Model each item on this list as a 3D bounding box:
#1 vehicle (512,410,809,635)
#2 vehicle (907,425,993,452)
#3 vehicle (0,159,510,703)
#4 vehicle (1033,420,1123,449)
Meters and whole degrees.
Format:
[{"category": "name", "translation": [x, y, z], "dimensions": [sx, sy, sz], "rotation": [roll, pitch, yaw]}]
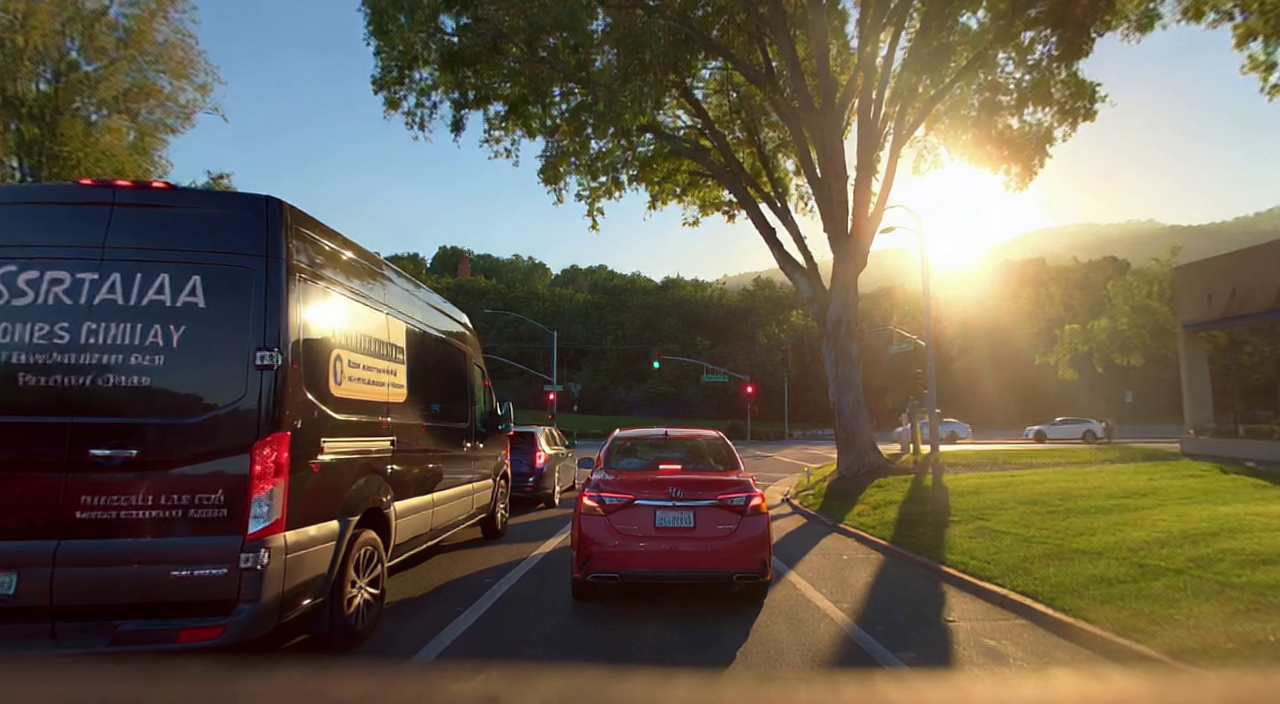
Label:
[{"category": "vehicle", "translation": [0.305, 1.686, 7.306], "dimensions": [2.398, 1.773, 4.254], "rotation": [-1, -8, 4]}, {"category": "vehicle", "translation": [21.929, 6.127, 44.592], "dimensions": [5.021, 1.848, 2.210], "rotation": [1, -9, -9]}, {"category": "vehicle", "translation": [-3.143, 0.926, 5.851], "dimensions": [2.555, 3.035, 5.702], "rotation": [0, -8, 1]}, {"category": "vehicle", "translation": [32.077, 6.079, 46.146], "dimensions": [5.084, 2.041, 2.360], "rotation": [2, -9, -10]}]
